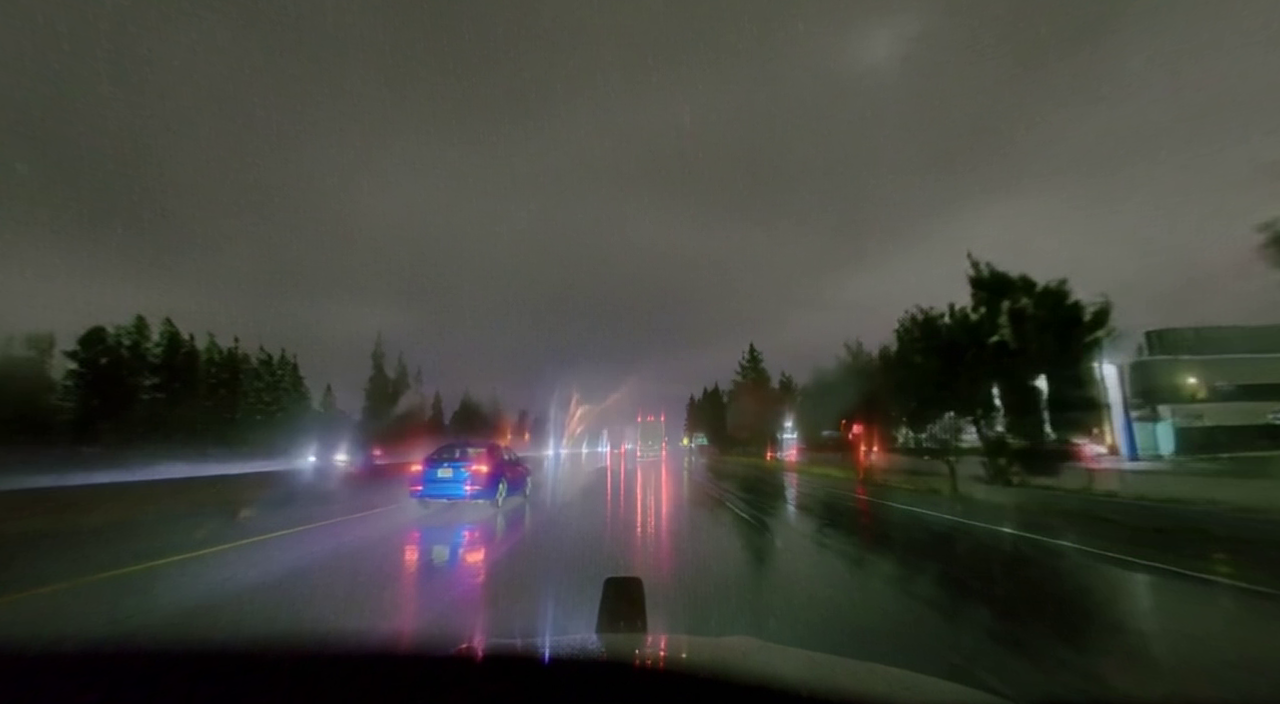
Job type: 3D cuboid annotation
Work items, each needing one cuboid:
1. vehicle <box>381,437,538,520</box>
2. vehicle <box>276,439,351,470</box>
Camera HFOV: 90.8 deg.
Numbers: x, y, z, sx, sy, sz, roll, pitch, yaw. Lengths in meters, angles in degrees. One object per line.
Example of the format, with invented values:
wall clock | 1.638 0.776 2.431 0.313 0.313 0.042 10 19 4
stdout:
vehicle | -3.801 2.772 14.378 1.999 1.533 4.870 -1 -9 2
vehicle | -16.921 5.340 32.943 1.741 1.462 3.887 -1 -9 1
